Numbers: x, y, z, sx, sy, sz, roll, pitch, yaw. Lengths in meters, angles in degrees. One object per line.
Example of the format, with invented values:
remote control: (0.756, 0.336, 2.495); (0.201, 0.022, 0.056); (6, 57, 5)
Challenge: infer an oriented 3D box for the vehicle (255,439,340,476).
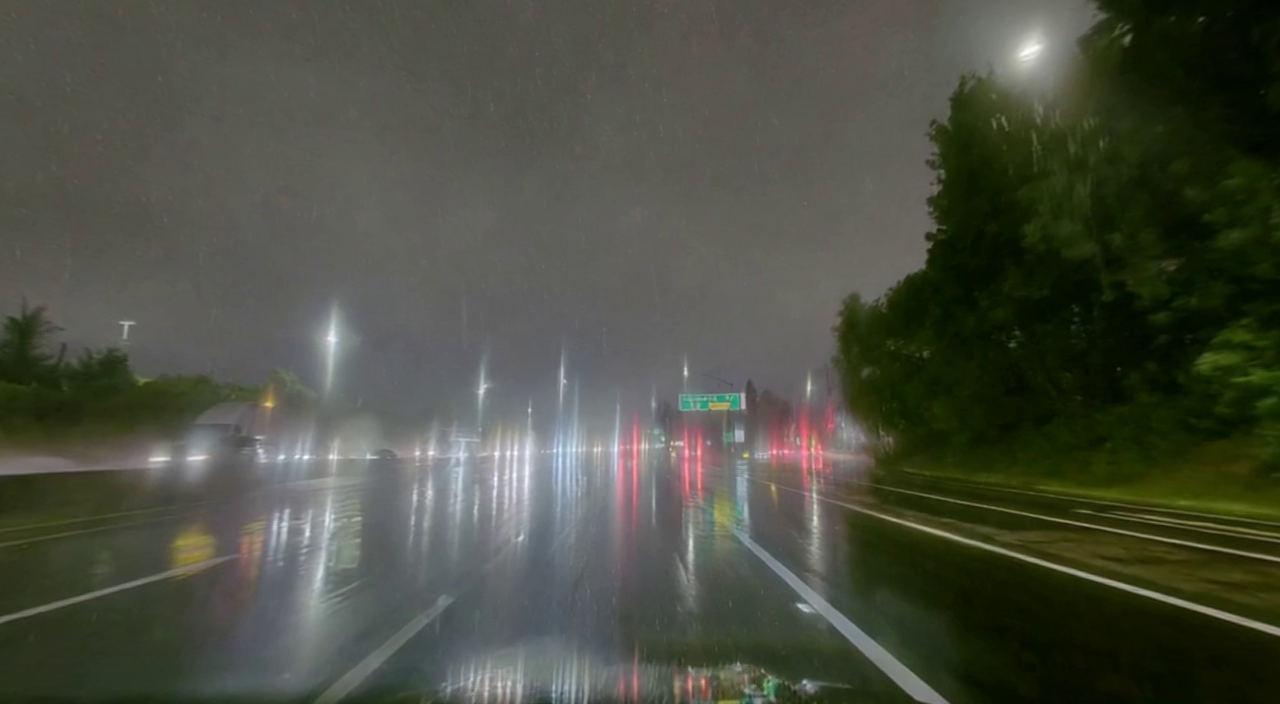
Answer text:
vehicle: (-19.003, 5.868, 35.360); (2.039, 1.887, 4.820); (0, -9, -1)

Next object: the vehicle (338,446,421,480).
vehicle: (-12.505, 5.332, 30.726); (2.084, 1.496, 4.576); (0, -9, 0)

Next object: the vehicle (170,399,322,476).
vehicle: (-22.751, 5.119, 37.439); (2.945, 3.911, 9.666); (0, -9, -2)

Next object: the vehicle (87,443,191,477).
vehicle: (-26.188, 5.634, 33.244); (2.010, 1.663, 4.189); (0, -9, -1)
